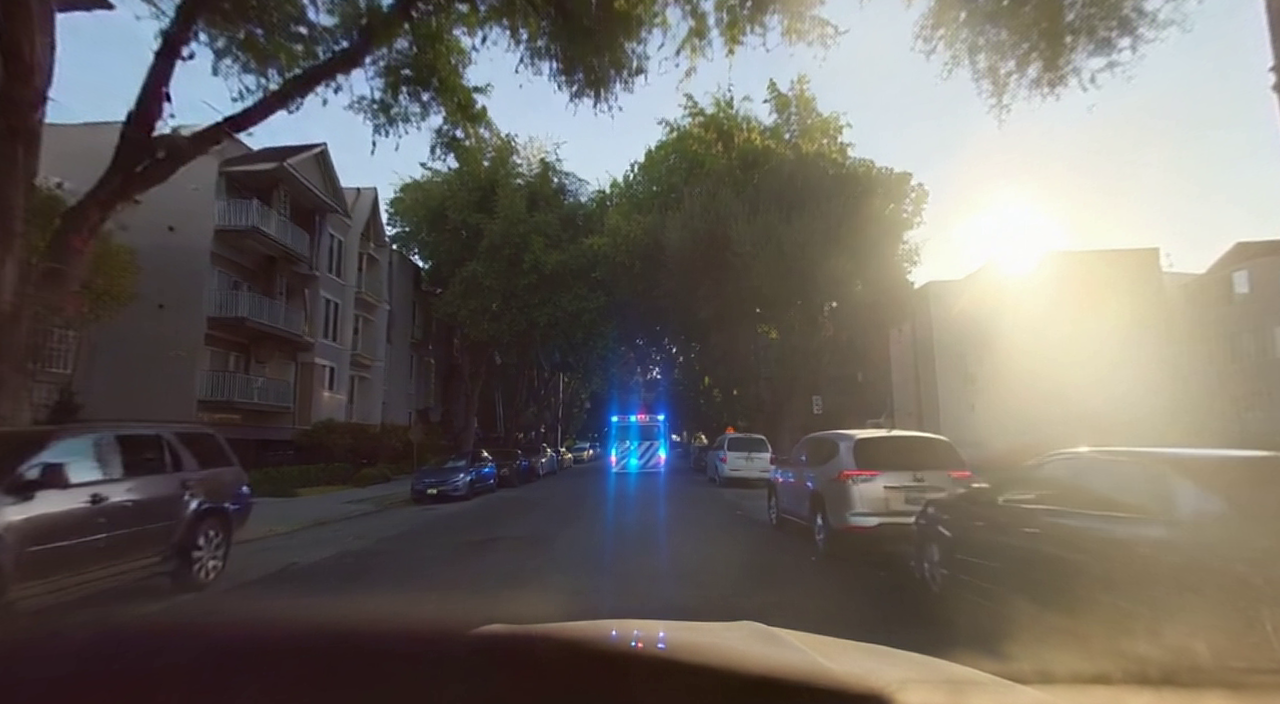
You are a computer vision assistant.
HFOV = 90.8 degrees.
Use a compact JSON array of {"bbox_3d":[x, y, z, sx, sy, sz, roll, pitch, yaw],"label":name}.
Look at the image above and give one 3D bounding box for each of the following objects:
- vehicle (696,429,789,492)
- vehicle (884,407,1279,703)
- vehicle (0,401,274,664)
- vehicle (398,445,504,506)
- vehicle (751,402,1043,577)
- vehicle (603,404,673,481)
[{"bbox_3d":[3.324,3.687,21.849,2.232,1.860,5.593,0,-9,-1],"label":"vehicle"},{"bbox_3d":[3.350,1.210,4.019,1.876,1.491,4.507,0,-9,1],"label":"vehicle"},{"bbox_3d":[-5.305,1.392,5.300,1.923,1.755,4.316,-1,-9,-1],"label":"vehicle"},{"bbox_3d":[-5.625,3.689,19.435,1.967,1.492,4.781,-4,-8,-2],"label":"vehicle"},{"bbox_3d":[3.202,1.848,9.330,2.152,1.868,4.976,0,-9,0],"label":"vehicle"},{"bbox_3d":[-0.102,4.131,28.751,2.754,3.008,7.730,0,-9,0],"label":"vehicle"}]
